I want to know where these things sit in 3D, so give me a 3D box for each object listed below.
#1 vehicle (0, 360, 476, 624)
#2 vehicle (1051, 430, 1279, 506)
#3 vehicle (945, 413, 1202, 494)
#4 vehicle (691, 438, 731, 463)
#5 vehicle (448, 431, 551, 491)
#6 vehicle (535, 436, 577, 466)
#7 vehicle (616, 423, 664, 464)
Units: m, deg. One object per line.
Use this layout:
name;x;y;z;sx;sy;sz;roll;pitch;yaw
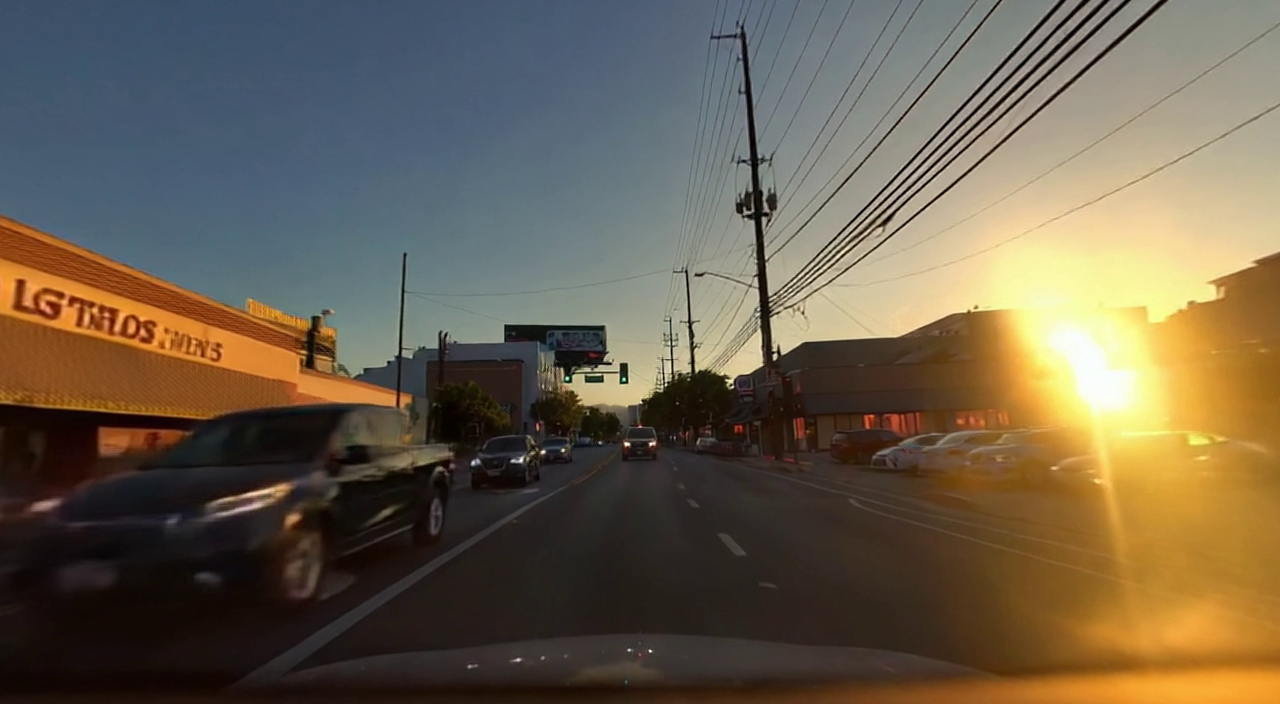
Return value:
vehicle;-3.773;1.413;7.430;2.277;1.904;5.583;0;-8;-1
vehicle;11.476;2.406;13.310;4.238;1.464;1.862;-1;-9;2
vehicle;10.778;2.540;16.031;4.937;1.827;2.042;-1;-8;1
vehicle;4.402;6.190;39.807;1.926;1.482;4.442;0;-8;0
vehicle;-4.118;3.291;19.437;2.033;1.572;4.939;0;-8;0
vehicle;-4.711;5.627;35.929;1.875;1.595;3.901;0;-8;-1
vehicle;0.028;5.646;39.060;2.683;2.295;6.404;0;-8;0
